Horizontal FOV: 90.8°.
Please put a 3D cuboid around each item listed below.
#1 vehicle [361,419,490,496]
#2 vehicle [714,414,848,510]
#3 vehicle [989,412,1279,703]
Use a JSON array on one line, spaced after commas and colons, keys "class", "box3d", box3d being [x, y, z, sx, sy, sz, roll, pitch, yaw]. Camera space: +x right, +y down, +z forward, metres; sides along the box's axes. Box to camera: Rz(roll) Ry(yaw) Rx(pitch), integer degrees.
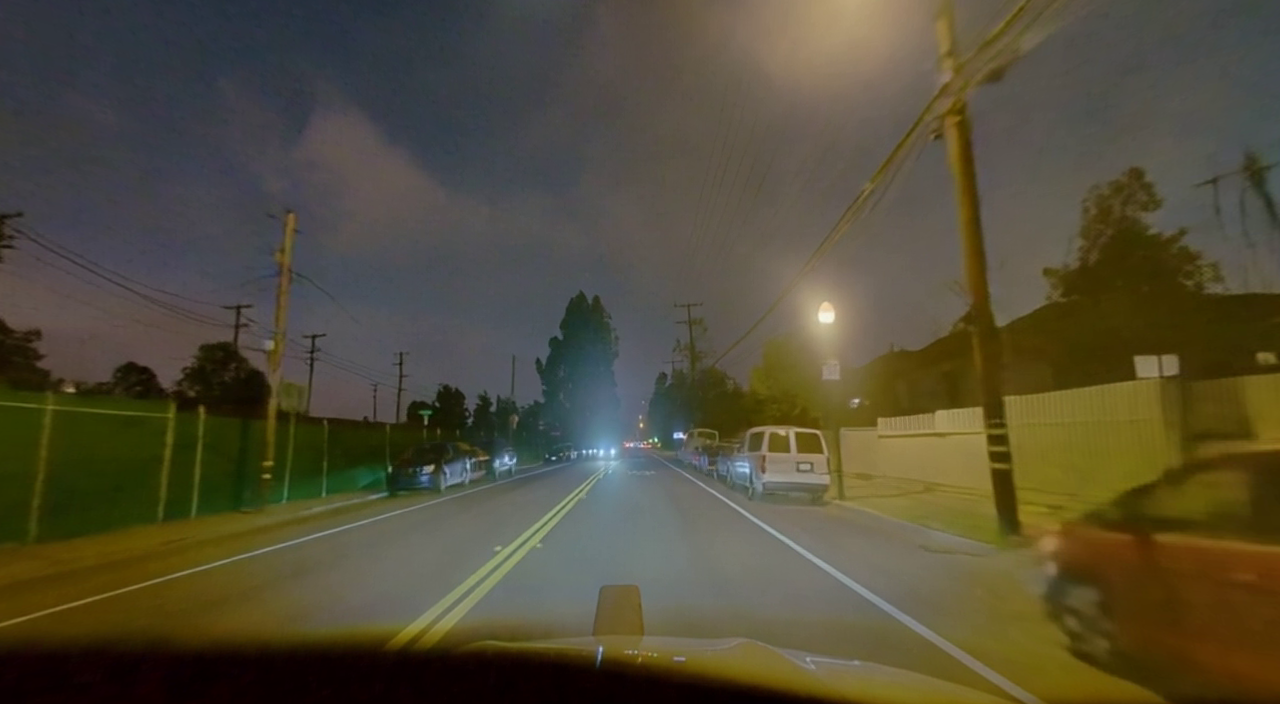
[{"class": "vehicle", "box3d": [-6.663, 3.349, 20.415, 2.268, 2.154, 5.321, 0, -8, 0]}, {"class": "vehicle", "box3d": [3.312, 2.736, 16.167, 2.053, 2.005, 5.495, 0, -8, -1]}, {"class": "vehicle", "box3d": [3.559, 0.948, 2.244, 1.862, 1.492, 4.800, 0, -9, 0]}]
